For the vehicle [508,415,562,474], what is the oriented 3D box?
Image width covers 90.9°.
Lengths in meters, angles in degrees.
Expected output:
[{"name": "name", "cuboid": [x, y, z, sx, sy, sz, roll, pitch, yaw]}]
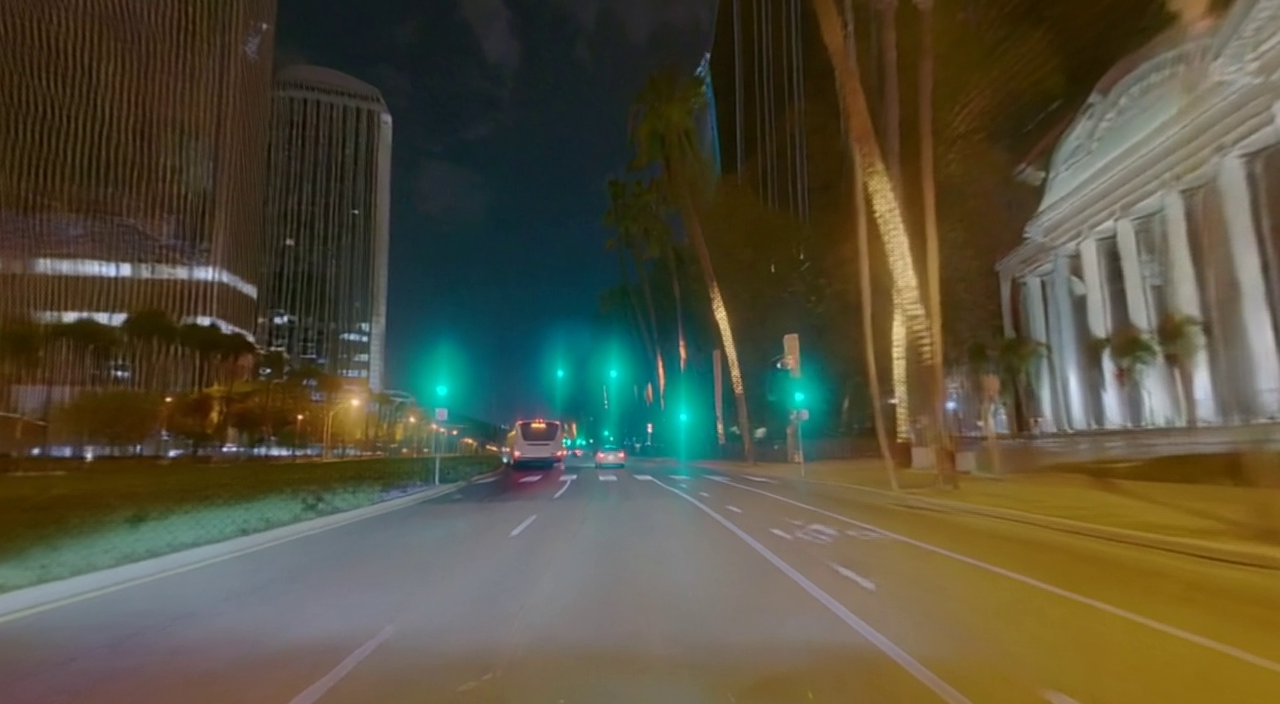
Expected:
[{"name": "vehicle", "cuboid": [-5.986, 5.450, 37.149, 2.678, 3.042, 8.474, 1, -8, -7]}]

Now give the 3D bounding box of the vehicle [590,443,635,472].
[{"name": "vehicle", "cuboid": [-1.582, 5.826, 34.956, 2.107, 1.481, 4.097, 1, -8, -7]}]
